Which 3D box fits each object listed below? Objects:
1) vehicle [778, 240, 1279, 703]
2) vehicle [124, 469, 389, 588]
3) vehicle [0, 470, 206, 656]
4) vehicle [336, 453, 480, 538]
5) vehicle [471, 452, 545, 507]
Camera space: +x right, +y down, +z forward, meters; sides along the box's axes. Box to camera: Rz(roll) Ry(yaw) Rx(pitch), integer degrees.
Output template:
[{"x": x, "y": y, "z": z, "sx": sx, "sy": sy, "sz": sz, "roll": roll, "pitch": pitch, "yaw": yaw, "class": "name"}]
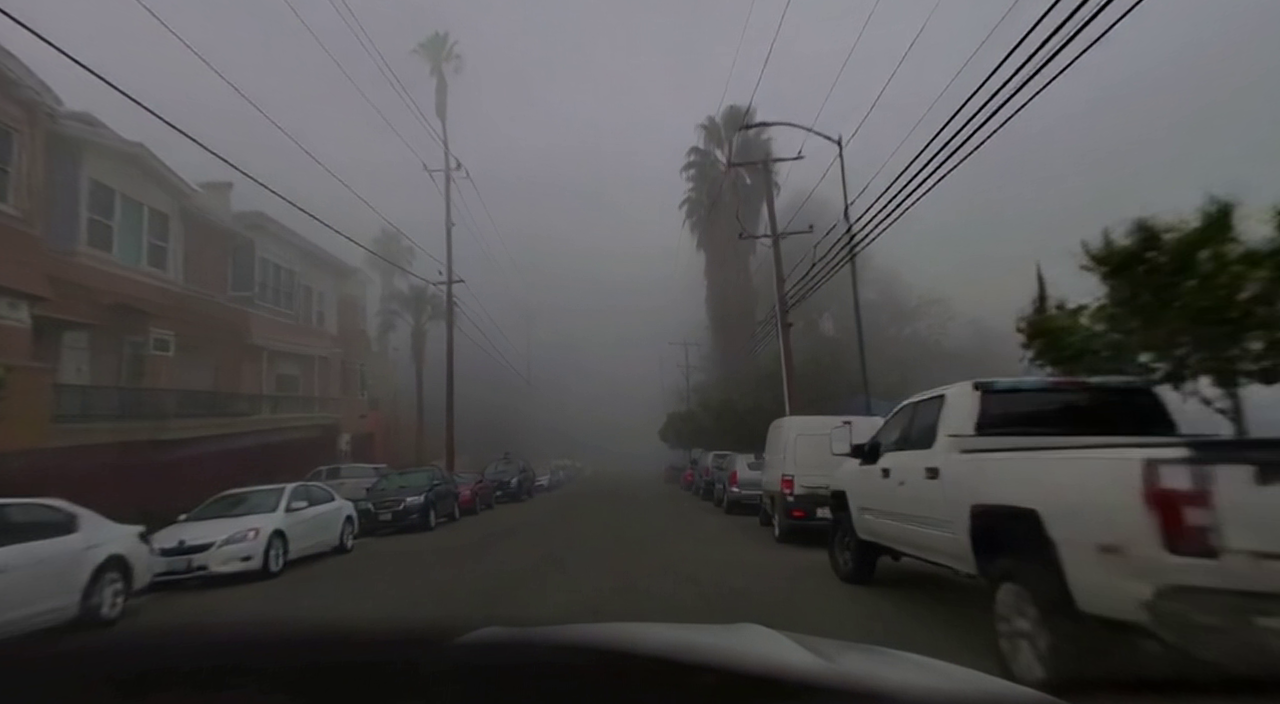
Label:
[{"x": 2.944, "y": 1.068, "z": 4.718, "sx": 2.268, "sy": 1.953, "sz": 6.124, "roll": 0, "pitch": -8, "yaw": -2, "class": "vehicle"}, {"x": -6.313, "y": 2.909, "z": 11.184, "sx": 1.874, "sy": 1.449, "sz": 4.622, "roll": 0, "pitch": -8, "yaw": -1, "class": "vehicle"}, {"x": -6.517, "y": 1.958, "z": 5.854, "sx": 1.841, "sy": 1.491, "sz": 4.525, "roll": 0, "pitch": -8, "yaw": -2, "class": "vehicle"}, {"x": -6.263, "y": 3.881, "z": 17.788, "sx": 2.349, "sy": 1.952, "sz": 4.848, "roll": 0, "pitch": -8, "yaw": -2, "class": "vehicle"}, {"x": -6.172, "y": 6.015, "z": 30.312, "sx": 2.281, "sy": 2.248, "sz": 5.873, "roll": 0, "pitch": -8, "yaw": 0, "class": "vehicle"}]
